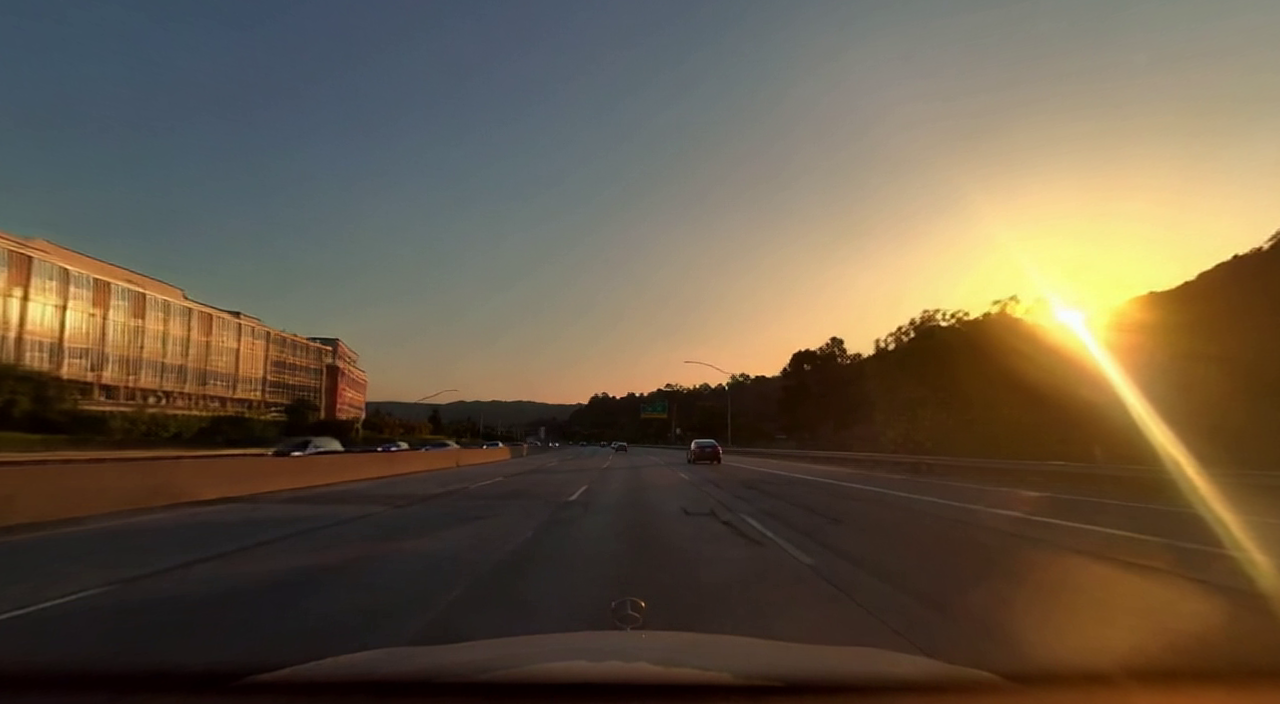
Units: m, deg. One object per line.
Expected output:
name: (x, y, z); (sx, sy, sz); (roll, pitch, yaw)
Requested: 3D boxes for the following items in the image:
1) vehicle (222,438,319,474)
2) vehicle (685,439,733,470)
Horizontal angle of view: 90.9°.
vehicle: (-16.678, 4.708, 28.740); (1.976, 1.527, 4.047); (0, -8, -1)
vehicle: (3.495, 5.311, 32.716); (1.926, 1.477, 4.025); (0, -8, -2)
